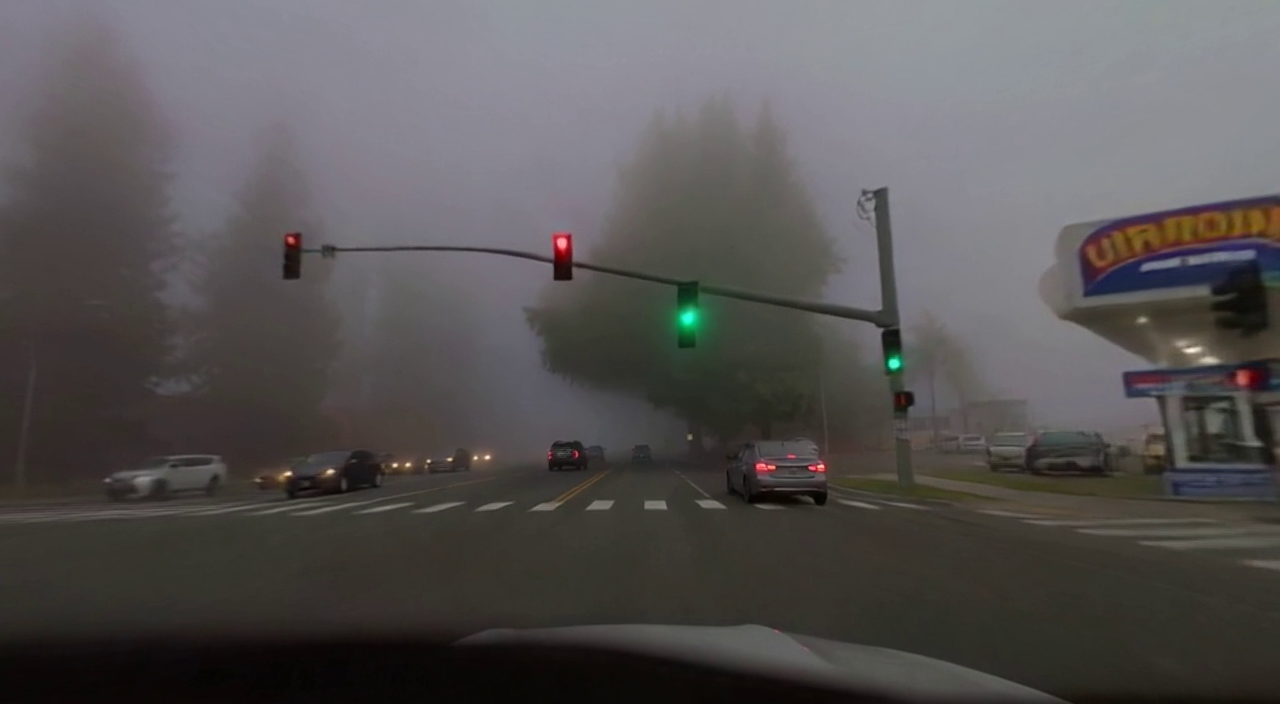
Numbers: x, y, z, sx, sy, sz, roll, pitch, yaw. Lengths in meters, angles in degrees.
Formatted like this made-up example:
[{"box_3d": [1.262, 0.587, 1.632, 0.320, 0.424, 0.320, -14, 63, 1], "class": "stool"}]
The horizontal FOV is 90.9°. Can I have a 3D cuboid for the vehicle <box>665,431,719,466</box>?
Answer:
[{"box_3d": [3.433, 6.579, 43.199, 3.245, 2.199, 6.295, 0, -8, 1], "class": "vehicle"}]

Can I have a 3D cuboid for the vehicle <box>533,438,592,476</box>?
[{"box_3d": [-3.733, 5.153, 31.119, 2.250, 1.713, 4.422, 0, -8, 1], "class": "vehicle"}]

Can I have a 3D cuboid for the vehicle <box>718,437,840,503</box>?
[{"box_3d": [3.461, 3.042, 16.736, 2.095, 1.475, 4.686, 0, -8, -1], "class": "vehicle"}]

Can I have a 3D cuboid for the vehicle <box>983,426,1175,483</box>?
[{"box_3d": [17.209, 3.992, 25.389, 2.766, 1.917, 6.394, -1, -7, -5], "class": "vehicle"}]

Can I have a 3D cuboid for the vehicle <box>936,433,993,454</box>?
[{"box_3d": [24.191, 6.856, 47.158, 1.921, 1.463, 4.380, 0, -8, 0], "class": "vehicle"}]

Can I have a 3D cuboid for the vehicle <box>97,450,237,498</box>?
[{"box_3d": [-18.358, 4.724, 24.766, 2.150, 1.654, 4.279, 0, -8, 0], "class": "vehicle"}]

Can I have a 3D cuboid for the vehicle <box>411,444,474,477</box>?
[{"box_3d": [-11.248, 6.176, 36.279, 2.004, 1.509, 4.932, -1, -6, 1], "class": "vehicle"}]

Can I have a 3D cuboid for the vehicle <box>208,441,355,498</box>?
[{"box_3d": [-11.553, 3.776, 20.801, 2.091, 1.644, 4.645, 0, -8, 0], "class": "vehicle"}]

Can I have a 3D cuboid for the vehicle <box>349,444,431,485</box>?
[{"box_3d": [-11.298, 5.072, 28.842, 1.909, 1.467, 4.522, -2, -6, 0], "class": "vehicle"}]
